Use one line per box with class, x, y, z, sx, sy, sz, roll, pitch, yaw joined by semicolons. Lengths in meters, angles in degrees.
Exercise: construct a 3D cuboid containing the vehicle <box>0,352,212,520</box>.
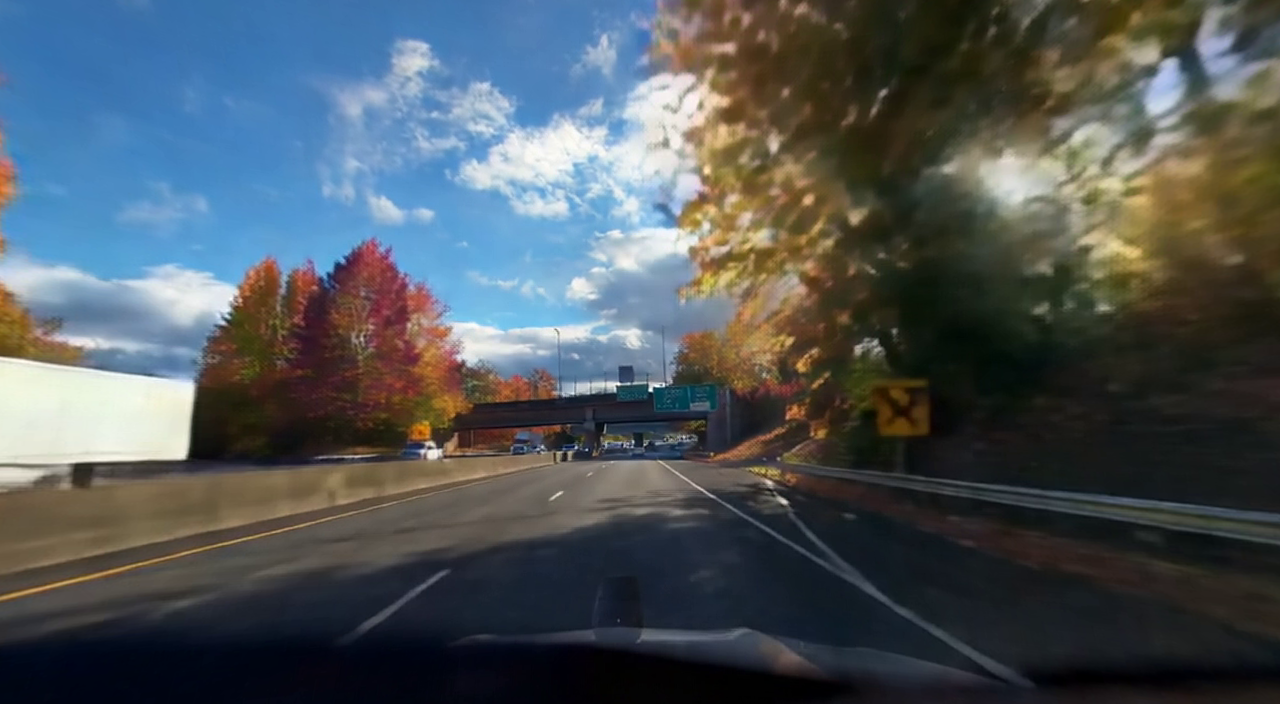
vehicle;-17.010;2.554;18.457;2.926;4.018;8.294;0;-9;-1
